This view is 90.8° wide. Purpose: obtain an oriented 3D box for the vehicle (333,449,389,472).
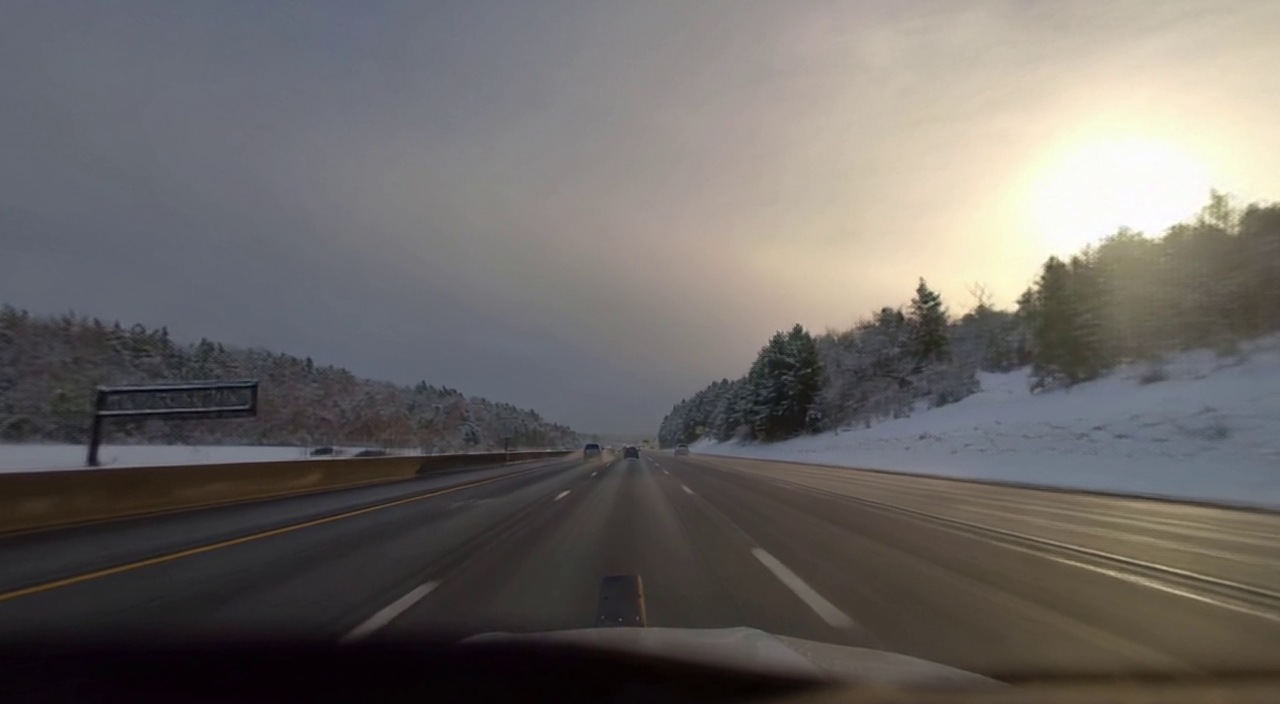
[{"bbox_3d":[-21.518,8.366,48.963,2.095,1.699,4.865,0,-9,0],"label":"vehicle"}]
